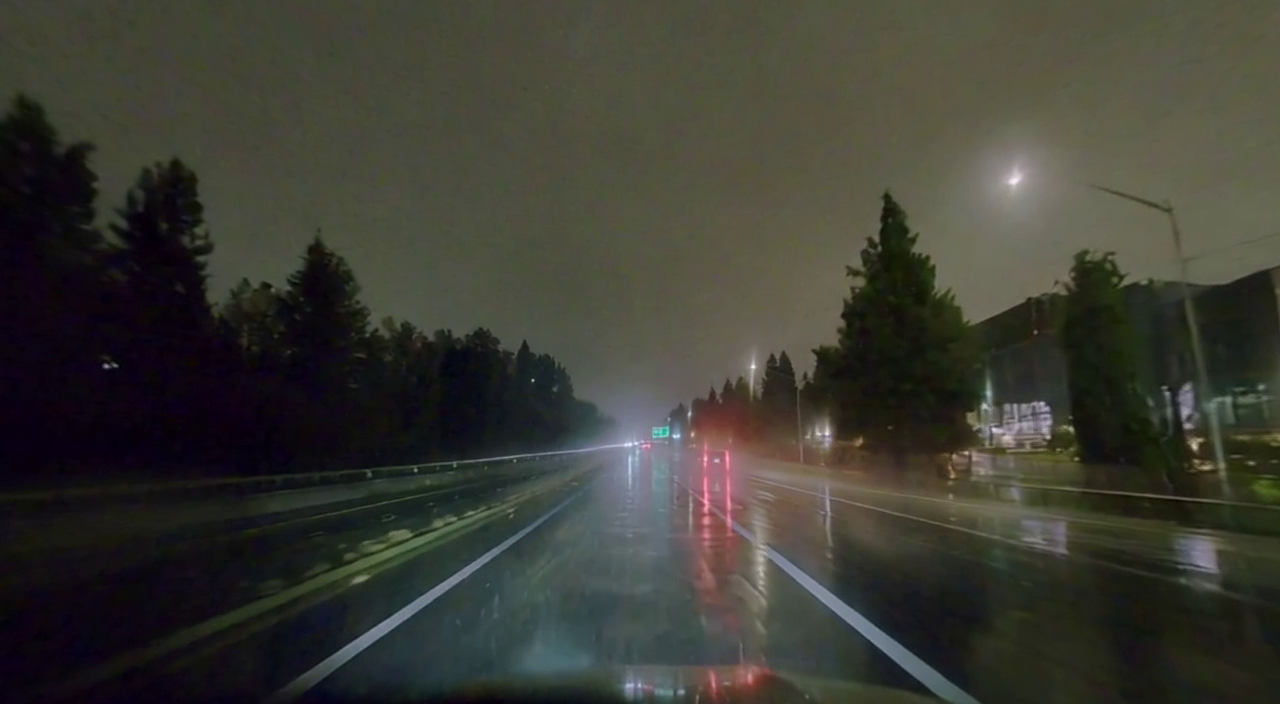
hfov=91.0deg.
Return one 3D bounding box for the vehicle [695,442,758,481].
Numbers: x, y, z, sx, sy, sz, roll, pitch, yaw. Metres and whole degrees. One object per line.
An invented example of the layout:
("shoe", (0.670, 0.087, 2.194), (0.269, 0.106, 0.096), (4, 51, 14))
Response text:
("vehicle", (3.701, 4.760, 27.650), (2.115, 1.522, 4.330), (0, -9, 0))
